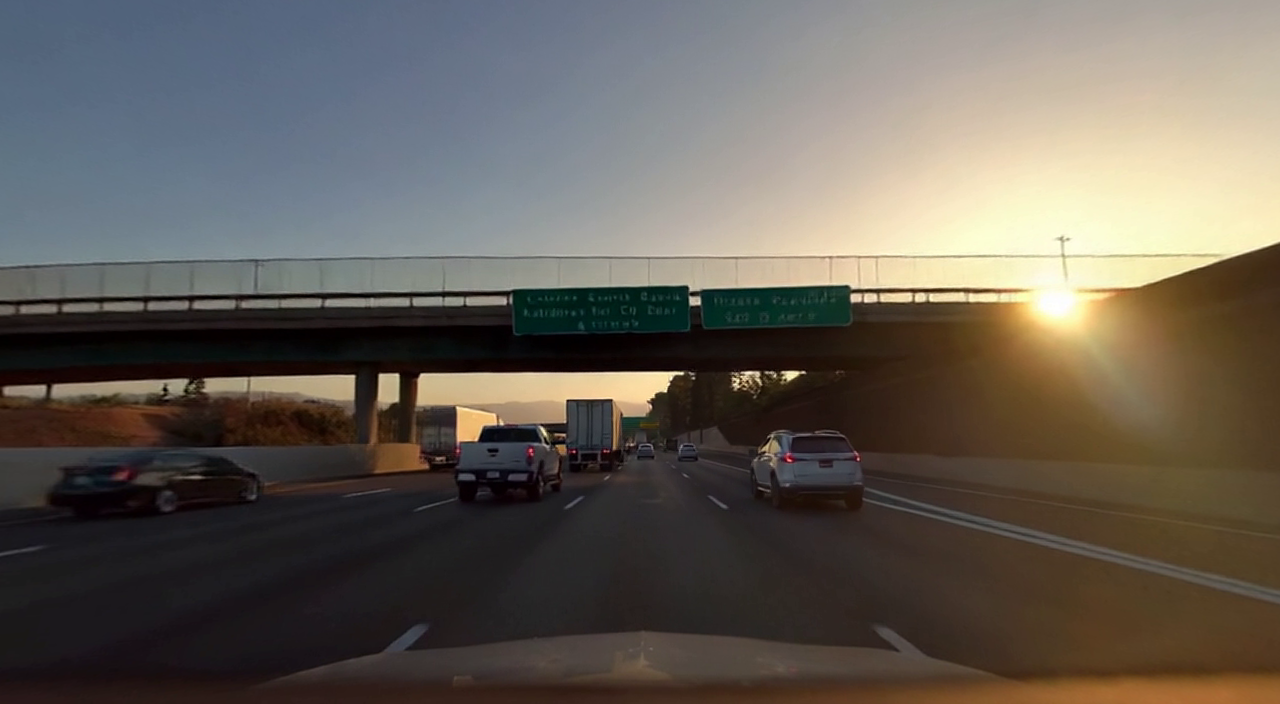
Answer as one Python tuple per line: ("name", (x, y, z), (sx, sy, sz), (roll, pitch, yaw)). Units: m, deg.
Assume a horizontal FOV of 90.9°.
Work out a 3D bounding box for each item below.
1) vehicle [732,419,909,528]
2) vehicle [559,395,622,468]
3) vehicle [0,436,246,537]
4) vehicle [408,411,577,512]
("vehicle", (3.110, 2.204, 11.965), (2.028, 1.658, 4.334), (0, -8, 0))
("vehicle", (-3.039, 5.667, 43.633), (2.869, 4.108, 15.564), (0, -8, 1))
("vehicle", (-10.078, 2.392, 11.979), (1.981, 1.495, 4.834), (0, -8, 1))
("vehicle", (-3.334, 2.717, 16.166), (2.645, 2.023, 6.491), (0, -8, 1))
